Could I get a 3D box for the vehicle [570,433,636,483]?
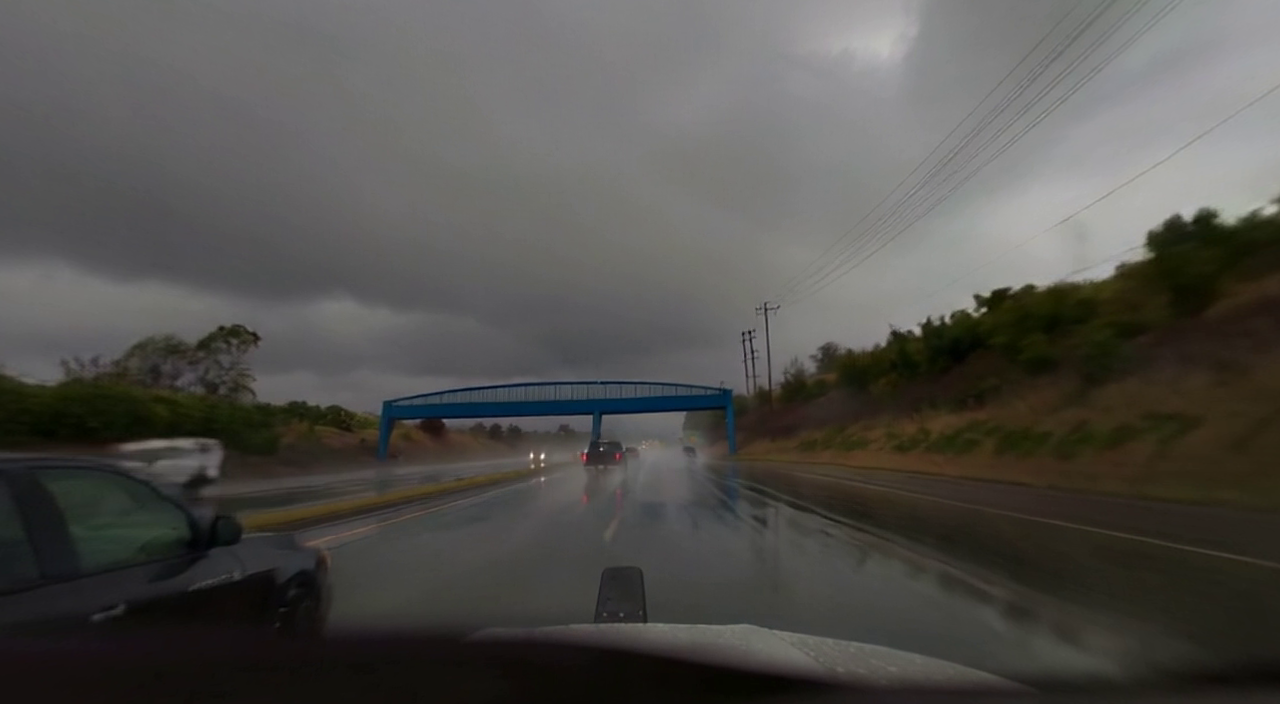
[{"bbox_3d":[-1.474,4.610,27.603,2.369,1.948,5.343,0,-9,2],"label":"vehicle"}]
